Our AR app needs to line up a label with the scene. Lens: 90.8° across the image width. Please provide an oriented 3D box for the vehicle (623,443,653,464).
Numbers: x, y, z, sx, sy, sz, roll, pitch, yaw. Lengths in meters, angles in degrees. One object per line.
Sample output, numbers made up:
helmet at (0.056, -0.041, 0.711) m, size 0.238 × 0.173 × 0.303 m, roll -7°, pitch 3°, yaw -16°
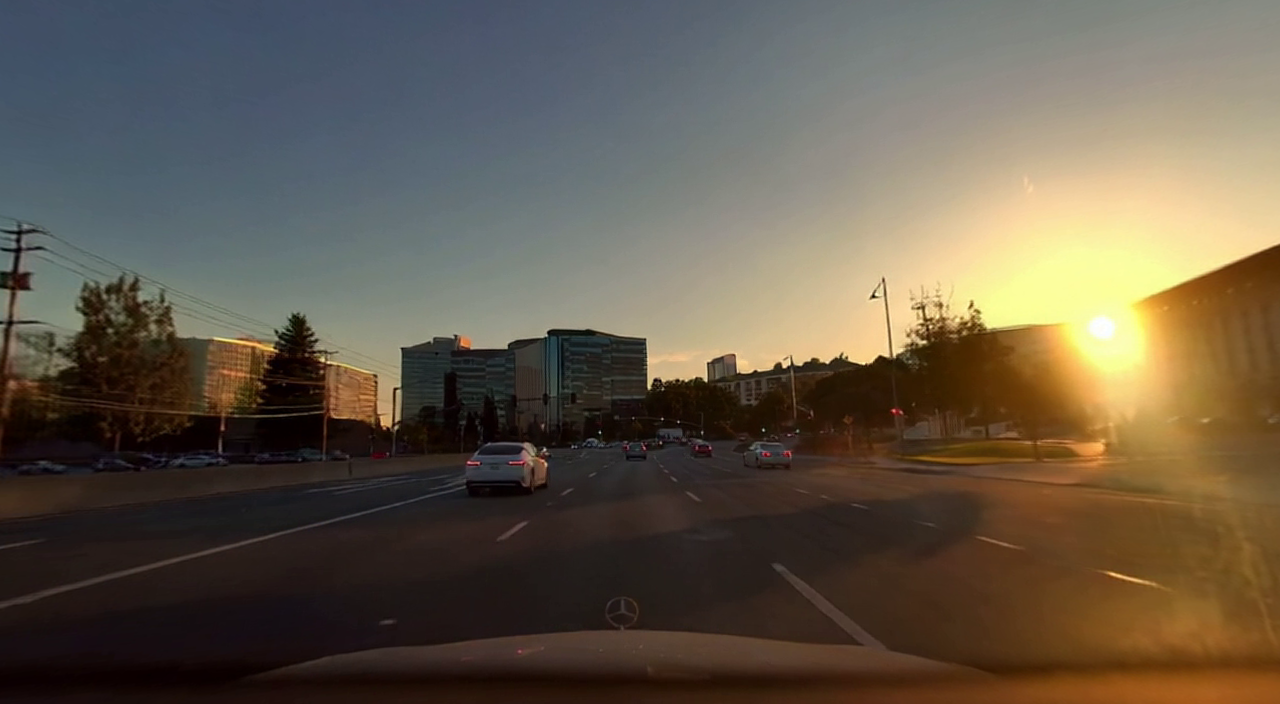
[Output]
vehicle at (-0.161, 7.272, 45.496) m, size 2.098 × 1.431 × 3.958 m, roll 0°, pitch -8°, yaw -1°

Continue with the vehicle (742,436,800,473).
vehicle at (6.538, 5.156, 32.032) m, size 1.945 × 1.706 × 4.190 m, roll 0°, pitch -8°, yaw -2°

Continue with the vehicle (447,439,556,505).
vehicle at (-3.391, 3.013, 16.357) m, size 1.837 × 1.463 × 4.311 m, roll 0°, pitch -8°, yaw 0°
